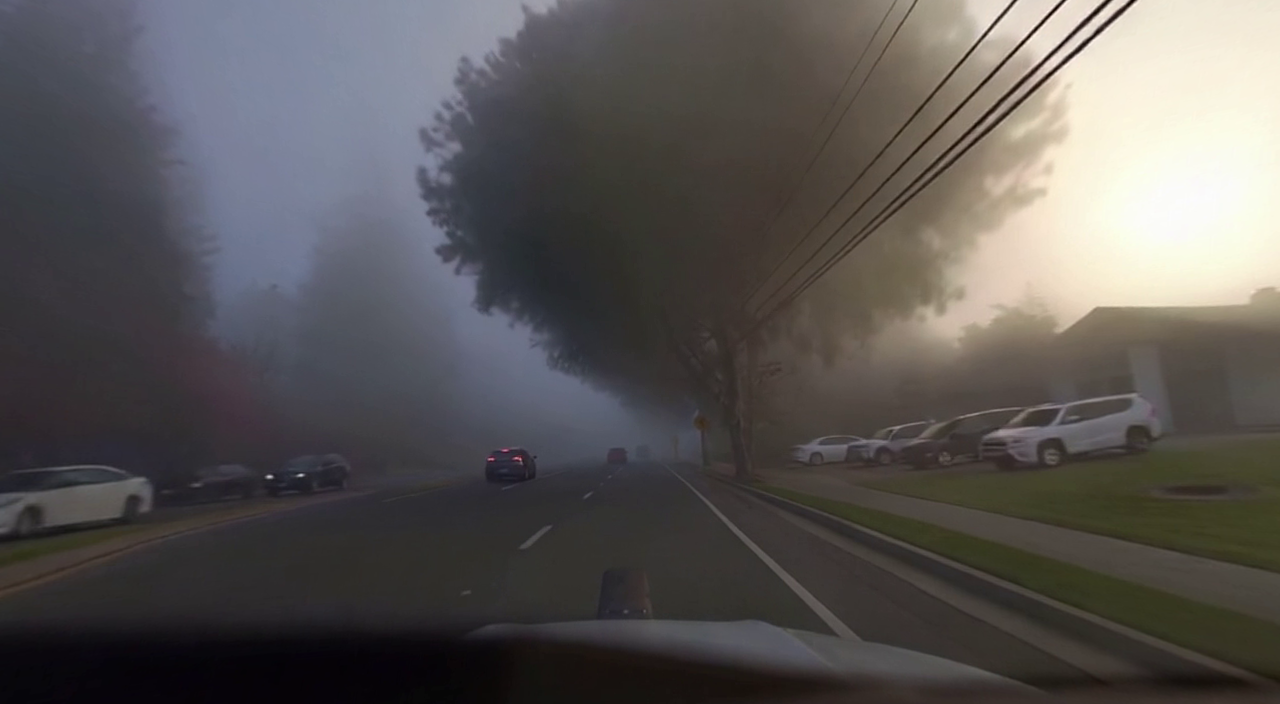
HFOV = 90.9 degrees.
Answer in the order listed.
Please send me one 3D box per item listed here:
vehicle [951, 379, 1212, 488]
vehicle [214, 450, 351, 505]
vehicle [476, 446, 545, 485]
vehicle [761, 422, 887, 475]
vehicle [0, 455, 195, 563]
[{"bbox_3d":[10.732,2.047,15.652,4.610,1.853,2.265,-8,-10,-3],"label":"vehicle"},{"bbox_3d":[-12.605,4.403,22.668,2.077,1.713,4.715,-1,-9,1],"label":"vehicle"},{"bbox_3d":[-5.369,4.748,26.767,2.084,1.466,4.522,0,-9,-2],"label":"vehicle"},{"bbox_3d":[8.241,4.403,28.595,4.840,1.583,2.324,-9,-10,-3],"label":"vehicle"},{"bbox_3d":[-10.388,2.602,11.095,2.048,1.481,4.543,0,-9,-4],"label":"vehicle"}]
